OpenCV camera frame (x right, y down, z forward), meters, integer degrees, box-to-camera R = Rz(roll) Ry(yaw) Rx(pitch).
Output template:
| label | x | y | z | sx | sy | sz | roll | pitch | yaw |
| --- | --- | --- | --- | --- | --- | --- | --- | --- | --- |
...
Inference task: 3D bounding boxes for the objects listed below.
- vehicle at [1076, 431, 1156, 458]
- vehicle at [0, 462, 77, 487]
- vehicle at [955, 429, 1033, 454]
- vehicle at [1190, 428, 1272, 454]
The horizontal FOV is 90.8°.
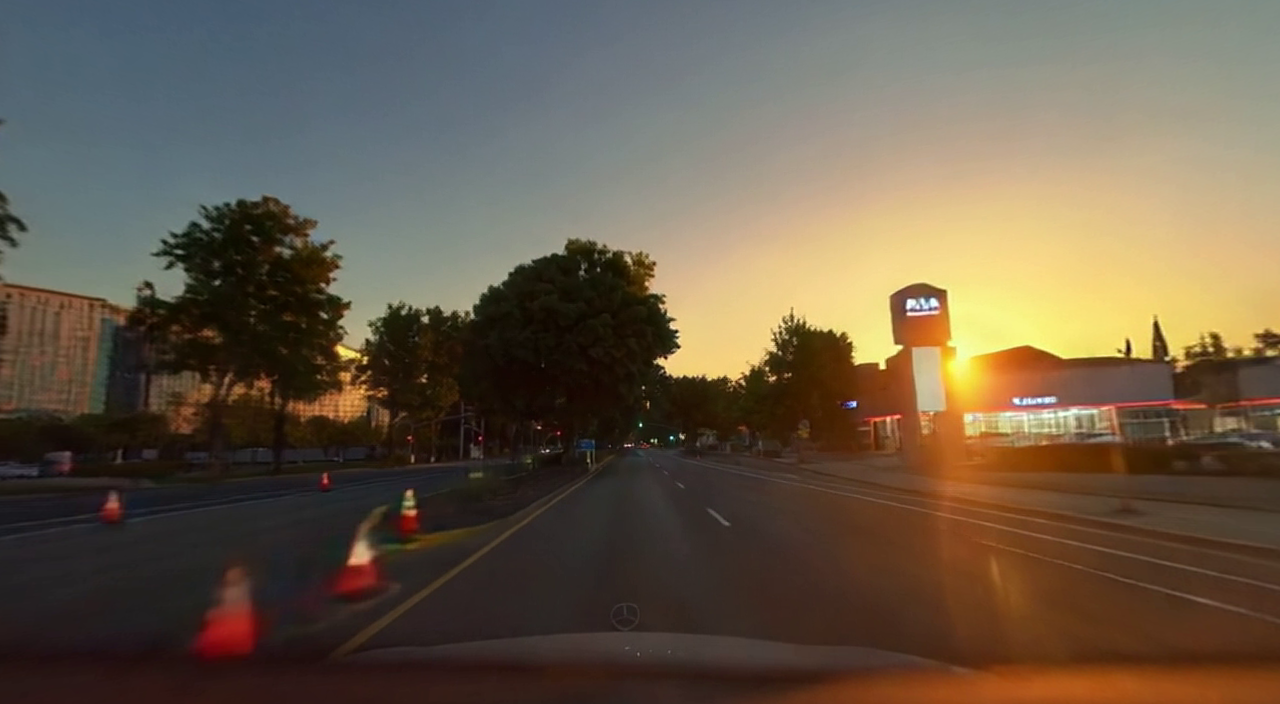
| label | x | y | z | sx | sy | sz | roll | pitch | yaw |
| --- | --- | --- | --- | --- | --- | --- | --- | --- | --- |
| vehicle | 29.790 | 5.814 | 39.687 | 1.784 | 1.567 | 3.930 | -2 | -9 | -1 |
| vehicle | -39.340 | 7.905 | 40.926 | 1.676 | 1.381 | 4.392 | 0 | -8 | 1 |
| vehicle | 20.746 | 5.262 | 37.083 | 3.526 | 1.430 | 1.698 | 0 | -8 | 1 |
| vehicle | 38.033 | 5.701 | 40.769 | 1.661 | 1.428 | 3.702 | -2 | -6 | 0 |
